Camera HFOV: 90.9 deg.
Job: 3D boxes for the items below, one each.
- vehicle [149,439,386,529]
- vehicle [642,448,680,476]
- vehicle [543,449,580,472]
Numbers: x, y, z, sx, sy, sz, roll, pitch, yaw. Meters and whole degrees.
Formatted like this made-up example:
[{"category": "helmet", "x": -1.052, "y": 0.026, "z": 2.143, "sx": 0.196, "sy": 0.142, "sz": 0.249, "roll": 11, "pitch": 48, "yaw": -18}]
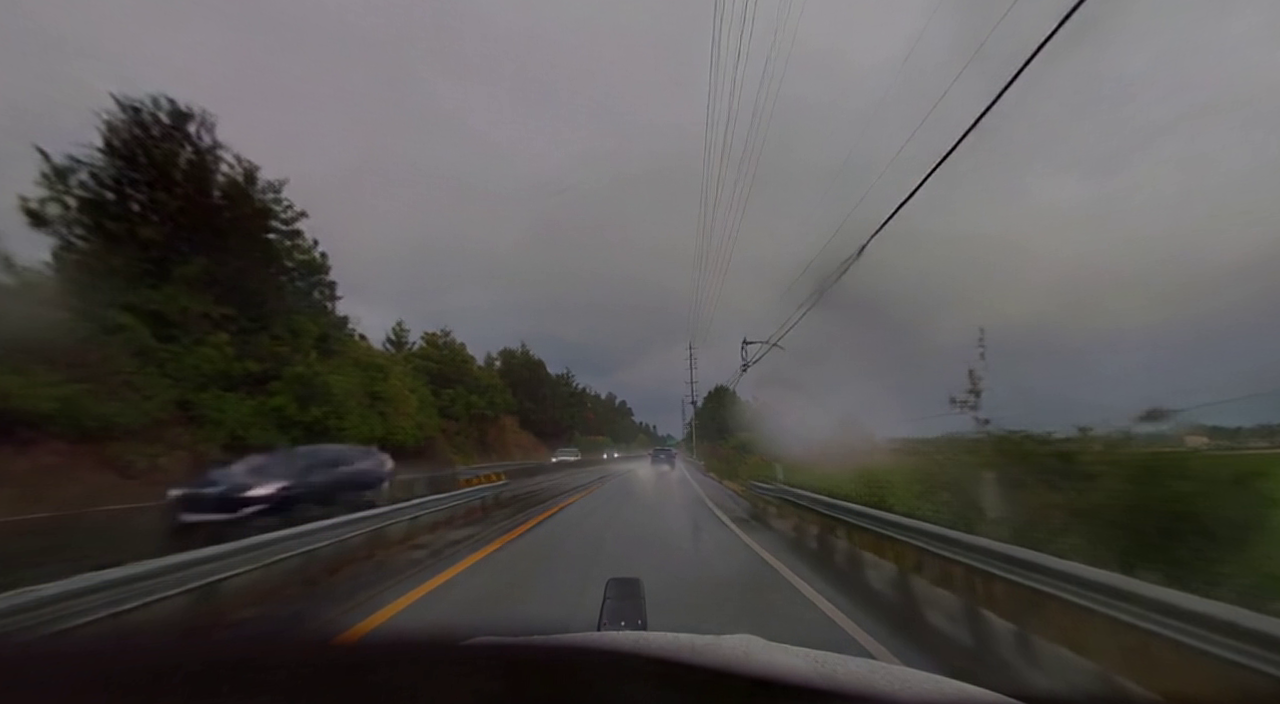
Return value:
[{"category": "vehicle", "x": -7.146, "y": 2.561, "z": 12.784, "sx": 2.034, "sy": 1.492, "sz": 4.319, "roll": -1, "pitch": -9, "yaw": 2}, {"category": "vehicle", "x": 1.213, "y": 6.303, "z": 36.340, "sx": 2.080, "sy": 1.486, "sz": 3.813, "roll": -1, "pitch": -9, "yaw": 2}, {"category": "vehicle", "x": -5.457, "y": 7.586, "z": 44.370, "sx": 1.900, "sy": 1.515, "sz": 4.379, "roll": -1, "pitch": -9, "yaw": 3}]
